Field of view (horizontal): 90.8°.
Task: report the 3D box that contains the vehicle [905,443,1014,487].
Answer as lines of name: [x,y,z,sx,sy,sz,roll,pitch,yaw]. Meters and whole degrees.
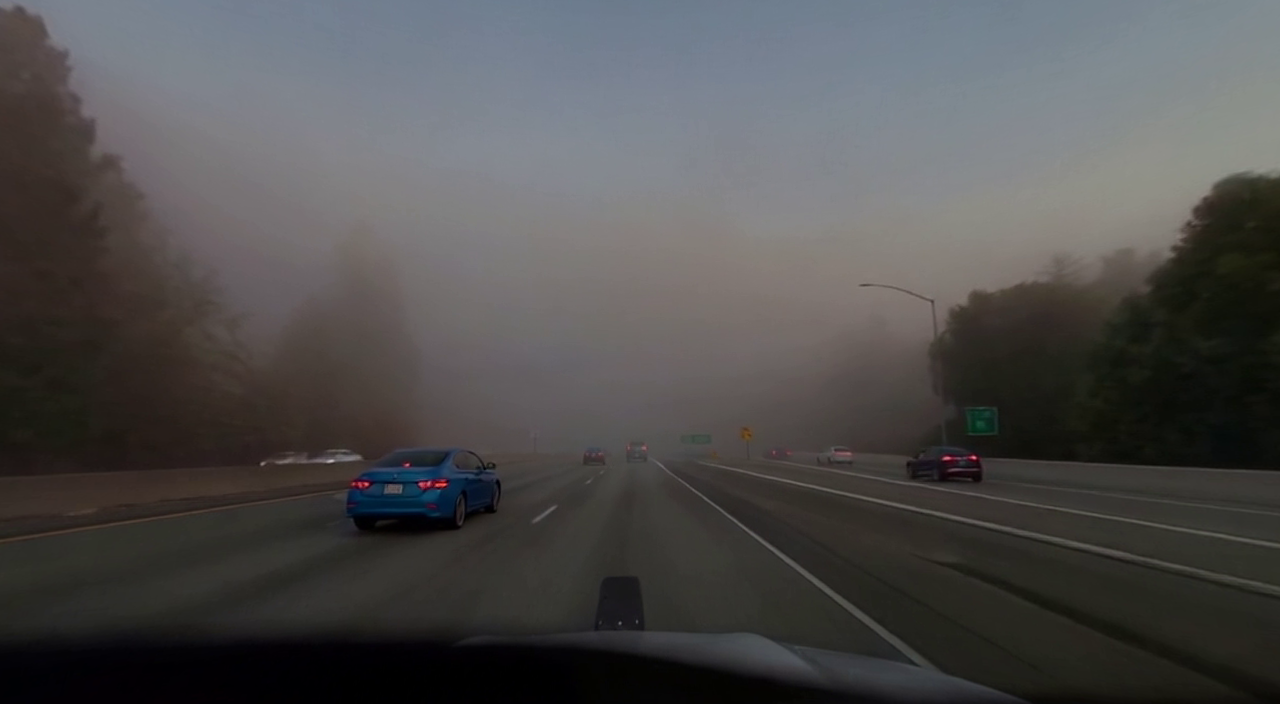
vehicle: [12.266,4.362,24.697,1.940,1.496,4.992,-1,-9,4]

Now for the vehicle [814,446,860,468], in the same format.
vehicle: [13.797,7.368,44.559,1.873,1.463,4.937,0,-9,2]

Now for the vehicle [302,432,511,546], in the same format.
vehicle: [-3.667,2.226,10.885,2.020,1.554,4.137,0,-9,0]

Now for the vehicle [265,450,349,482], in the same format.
vehicle: [-21.119,7.211,40.390,2.343,1.886,5.482,0,-9,0]
